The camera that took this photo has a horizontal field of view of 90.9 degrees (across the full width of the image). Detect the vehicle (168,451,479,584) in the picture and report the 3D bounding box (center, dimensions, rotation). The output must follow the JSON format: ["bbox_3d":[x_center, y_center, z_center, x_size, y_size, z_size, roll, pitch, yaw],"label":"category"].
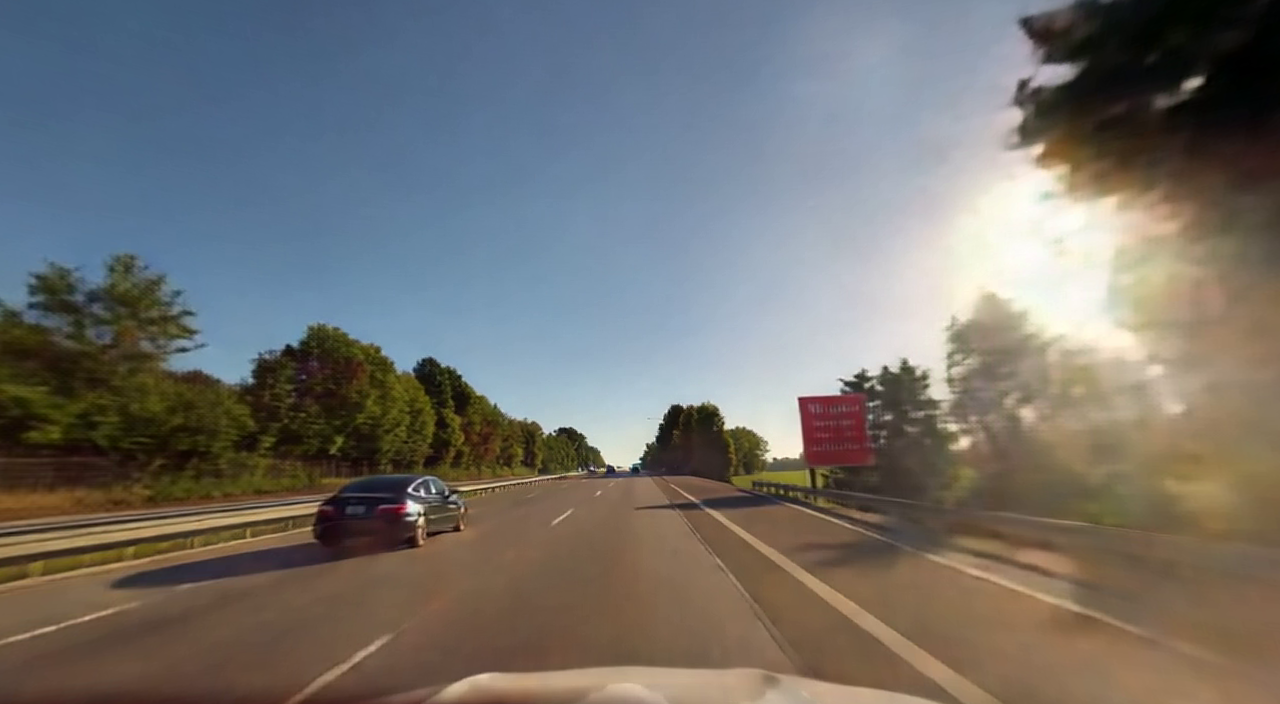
[{"bbox_3d":[-4.119,2.271,9.389,2.183,1.435,4.653,1,-10,0],"label":"vehicle"}]
